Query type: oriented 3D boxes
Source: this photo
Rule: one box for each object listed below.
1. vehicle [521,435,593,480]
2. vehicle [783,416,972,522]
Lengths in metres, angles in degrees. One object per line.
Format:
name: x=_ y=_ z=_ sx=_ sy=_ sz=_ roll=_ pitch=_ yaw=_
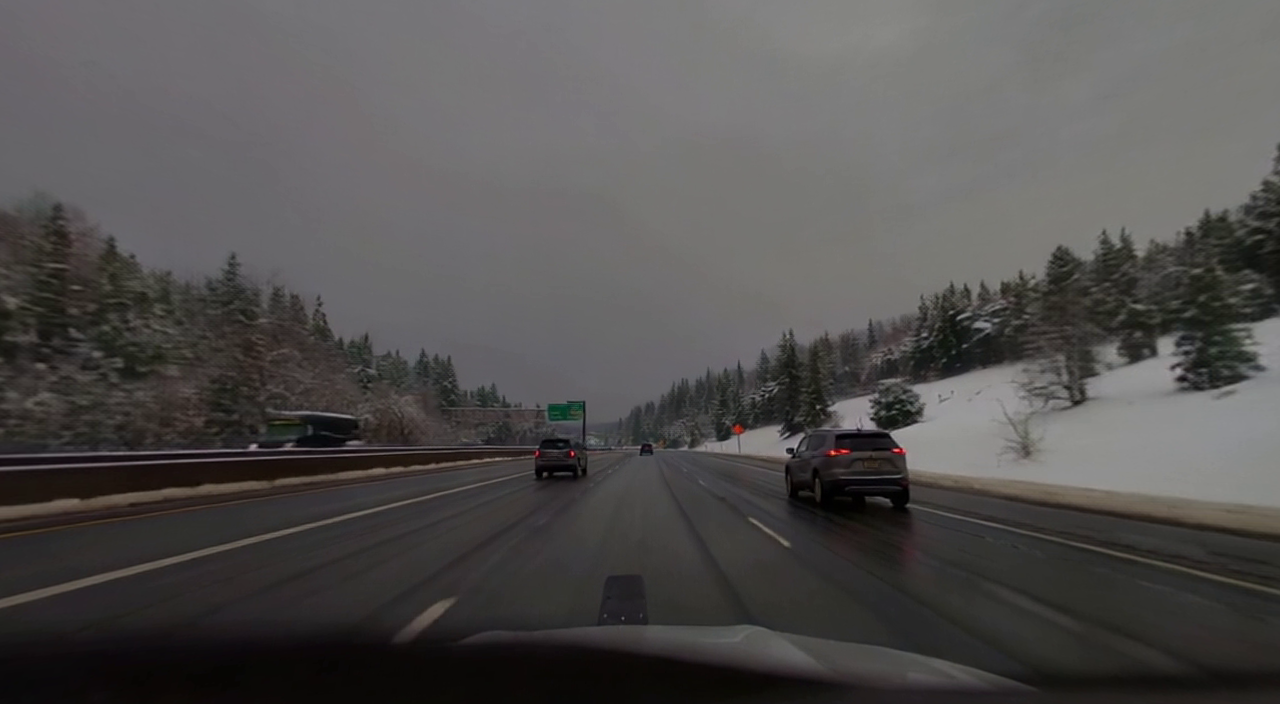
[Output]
vehicle: x=-3.159 y=4.130 z=24.825 sx=2.166 sy=1.608 sz=4.297 roll=0 pitch=-8 yaw=2
vehicle: x=4.562 y=2.323 z=12.993 sx=2.149 sy=1.796 sz=4.487 roll=0 pitch=-8 yaw=0
